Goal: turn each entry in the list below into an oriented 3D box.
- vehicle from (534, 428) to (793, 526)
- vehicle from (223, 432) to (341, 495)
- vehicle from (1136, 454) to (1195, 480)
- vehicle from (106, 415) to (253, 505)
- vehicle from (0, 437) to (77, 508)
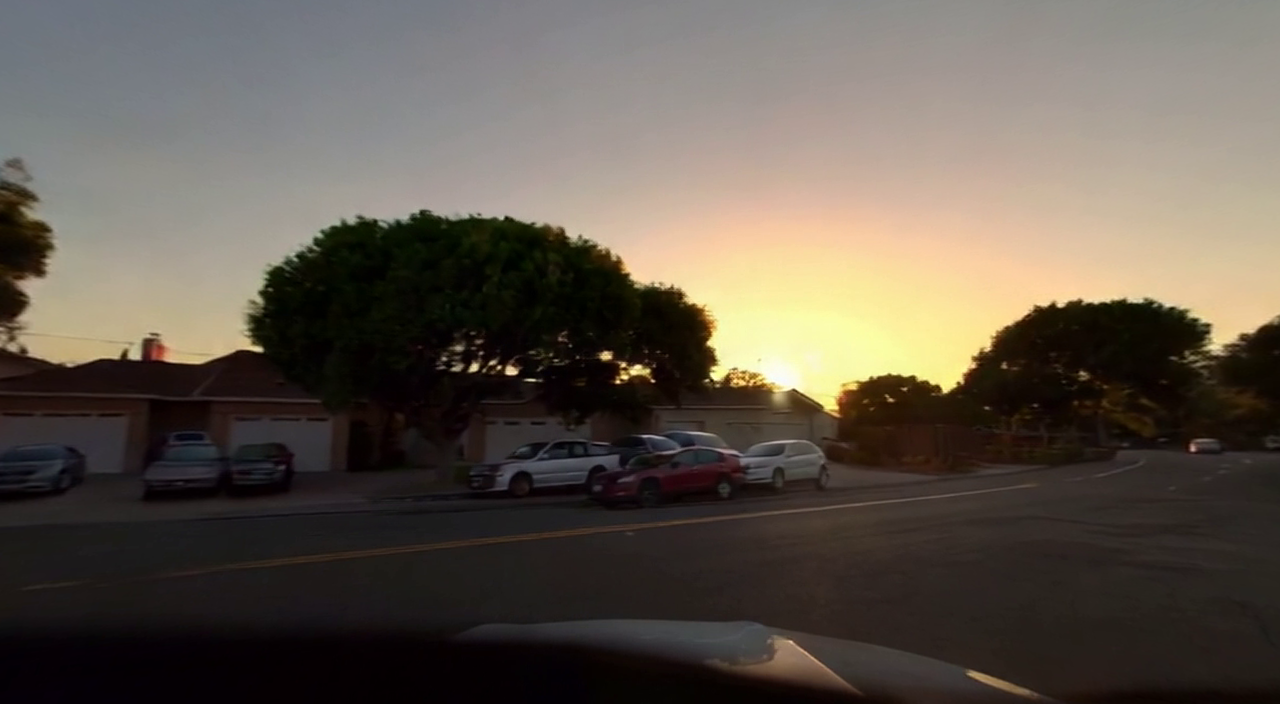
[{"bbox_3d":[0.446,2.545,13.366,5.082,1.789,1.947,2,-9,-17],"label":"vehicle"},{"bbox_3d":[-11.176,3.389,19.601,2.160,1.695,4.183,8,-11,-43],"label":"vehicle"},{"bbox_3d":[32.936,7.191,39.700,1.726,1.416,4.160,-4,-9,24],"label":"vehicle"},{"bbox_3d":[-12.632,2.870,17.171,2.455,2.018,5.271,8,-11,-42],"label":"vehicle"},{"bbox_3d":[-15.084,2.860,15.356,1.833,1.540,3.532,8,-11,-42],"label":"vehicle"}]
